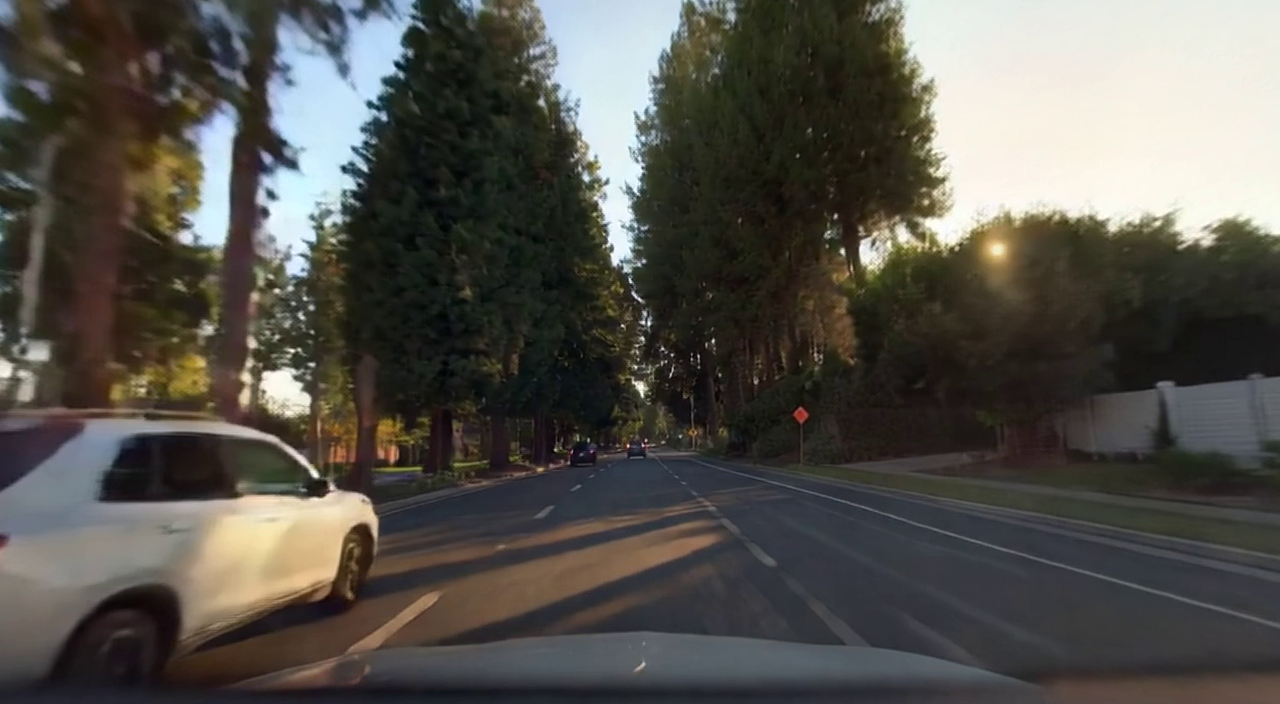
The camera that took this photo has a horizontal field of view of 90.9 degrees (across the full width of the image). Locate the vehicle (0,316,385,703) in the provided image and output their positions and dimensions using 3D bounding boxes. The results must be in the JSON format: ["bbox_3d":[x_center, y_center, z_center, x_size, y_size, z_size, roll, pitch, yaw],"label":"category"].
[{"bbox_3d":[-3.211,0.854,2.980,2.058,1.671,4.704,0,-9,0],"label":"vehicle"}]

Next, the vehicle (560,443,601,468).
[{"bbox_3d":[-3.578,6.314,38.641,2.021,1.466,4.330,0,-9,1],"label":"vehicle"}]
